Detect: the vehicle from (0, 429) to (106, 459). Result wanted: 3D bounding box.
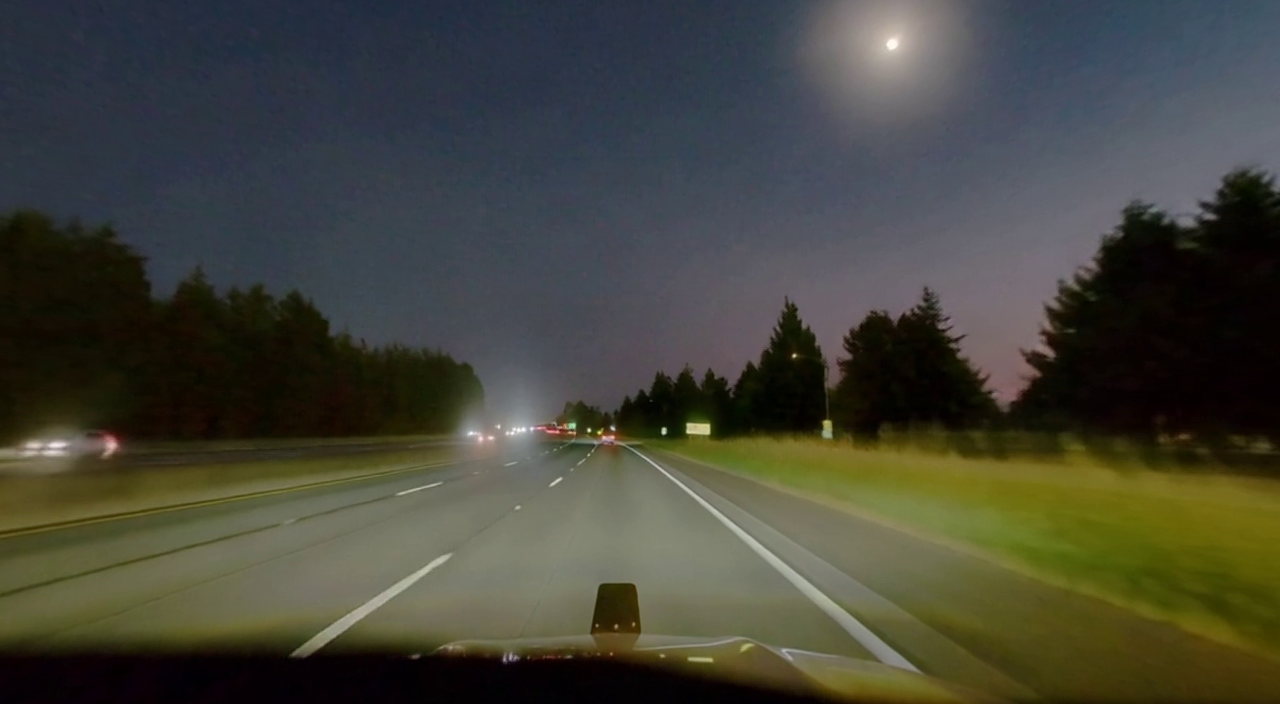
[{"bbox_3d":[-30.988,4.857,33.303,1.793,1.458,4.137,0,-8,-2],"label":"vehicle"}]
